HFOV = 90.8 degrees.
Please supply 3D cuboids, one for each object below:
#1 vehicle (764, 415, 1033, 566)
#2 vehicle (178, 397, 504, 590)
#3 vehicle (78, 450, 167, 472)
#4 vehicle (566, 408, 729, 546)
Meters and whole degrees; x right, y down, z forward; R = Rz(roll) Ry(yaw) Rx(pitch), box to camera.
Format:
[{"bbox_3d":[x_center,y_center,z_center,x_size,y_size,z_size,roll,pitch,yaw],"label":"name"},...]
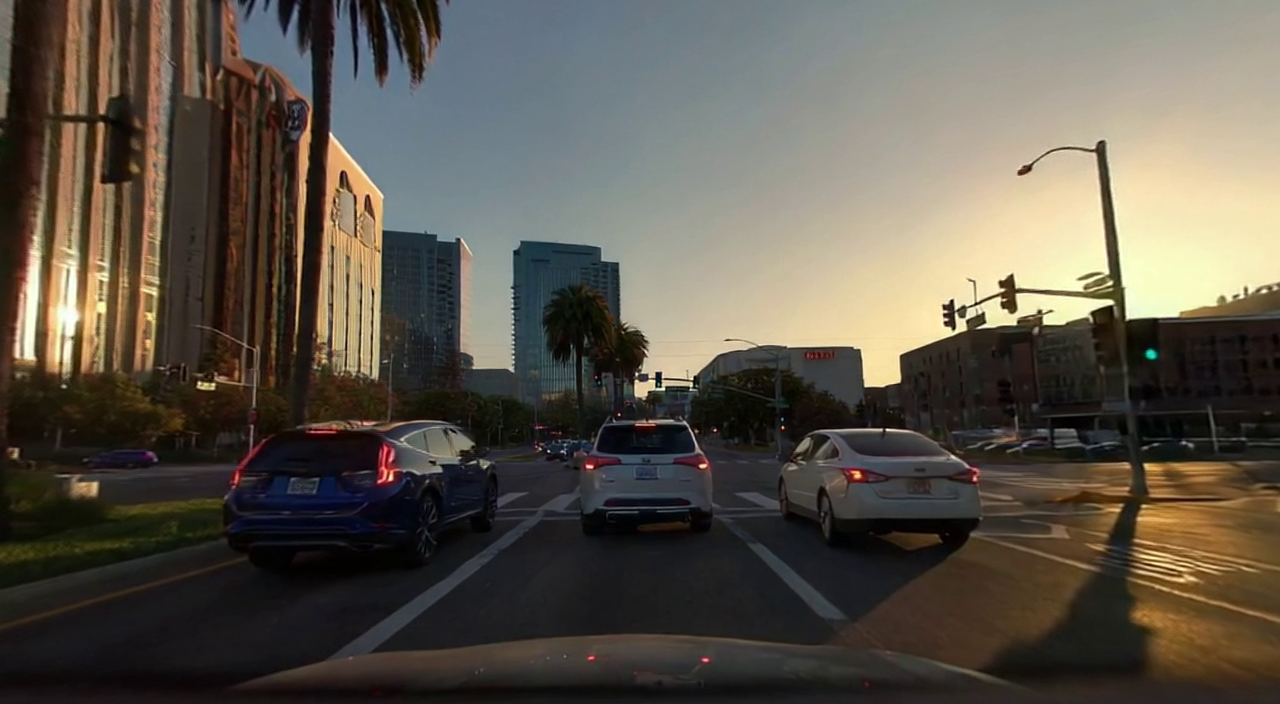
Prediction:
[{"bbox_3d":[3.107,1.745,8.643,1.936,1.567,3.896,0,-9,-1],"label":"vehicle"},{"bbox_3d":[-3.133,1.573,7.761,1.938,1.713,4.048,0,-9,1],"label":"vehicle"},{"bbox_3d":[-37.137,7.794,45.369,4.787,1.484,1.816,0,-9,1],"label":"vehicle"},{"bbox_3d":[0.096,1.907,10.227,2.060,1.730,4.257,0,-9,0],"label":"vehicle"}]
